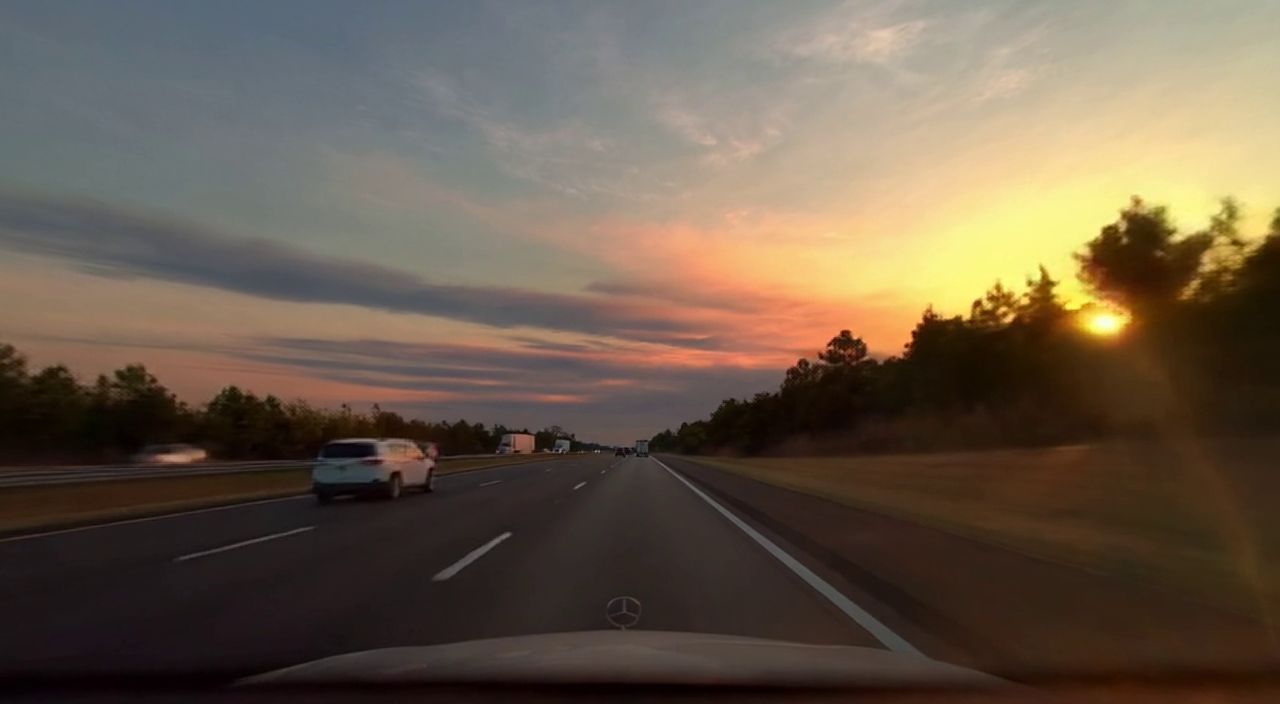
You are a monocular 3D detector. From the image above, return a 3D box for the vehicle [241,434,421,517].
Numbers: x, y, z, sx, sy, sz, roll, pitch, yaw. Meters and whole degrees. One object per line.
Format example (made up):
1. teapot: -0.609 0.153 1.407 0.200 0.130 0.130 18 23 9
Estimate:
1. vehicle: -7.046 2.847 15.028 2.115 1.664 4.259 0 -9 0
